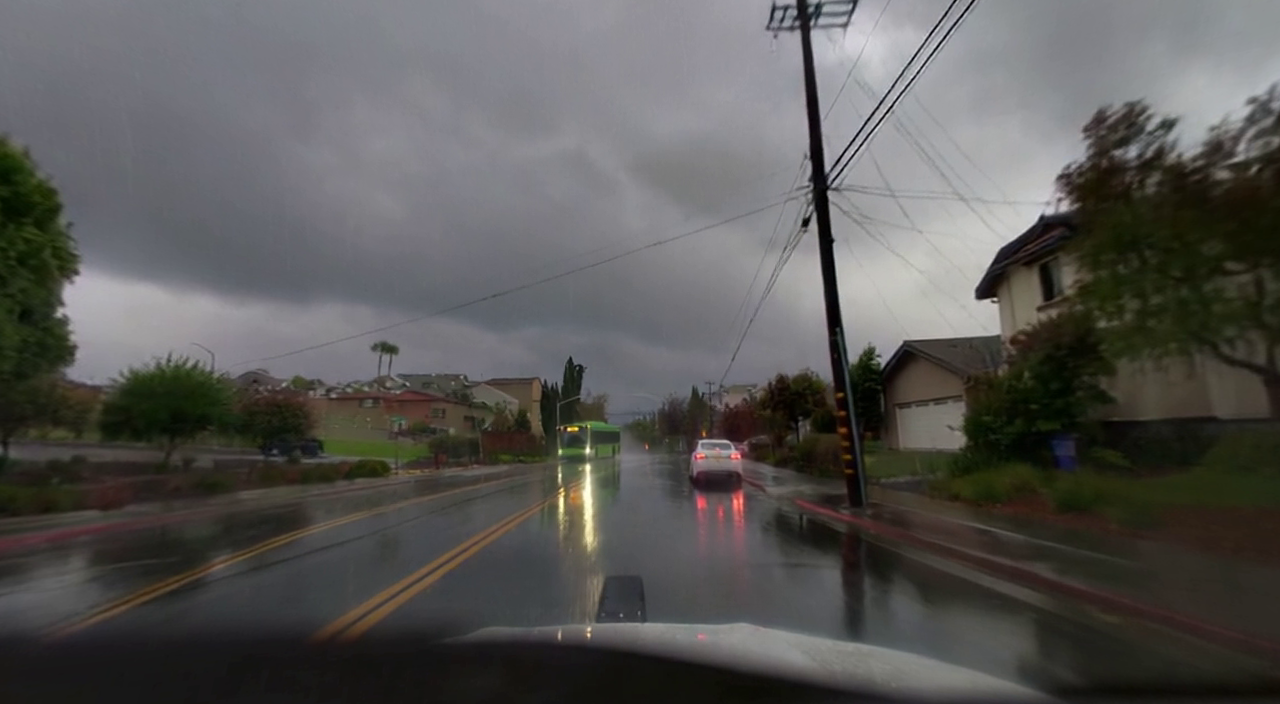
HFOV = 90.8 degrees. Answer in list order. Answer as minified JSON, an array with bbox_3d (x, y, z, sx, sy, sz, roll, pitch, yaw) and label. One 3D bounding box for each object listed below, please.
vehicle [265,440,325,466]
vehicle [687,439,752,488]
[{"bbox_3d":[-24.876,7.271,45.737,2.006,1.766,4.685,1,-9,-6],"label":"vehicle"},{"bbox_3d":[2.781,3.982,22.840,1.984,1.601,3.994,0,-9,2],"label":"vehicle"}]
